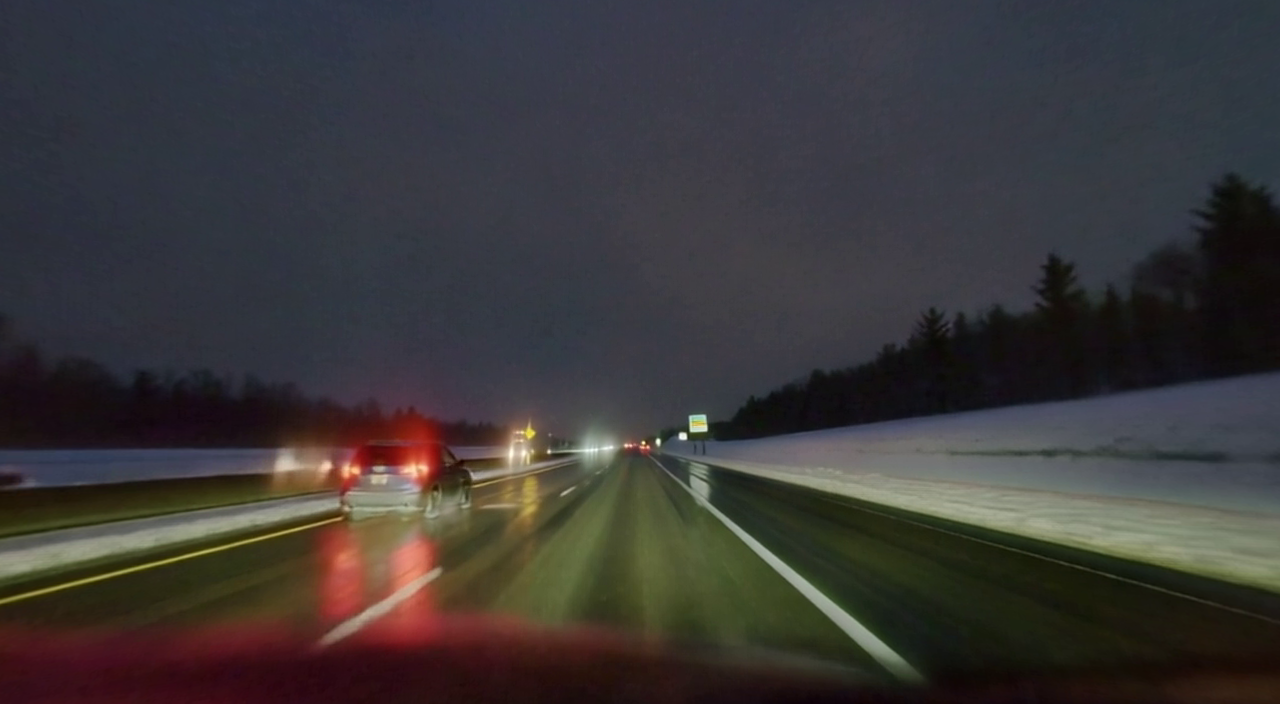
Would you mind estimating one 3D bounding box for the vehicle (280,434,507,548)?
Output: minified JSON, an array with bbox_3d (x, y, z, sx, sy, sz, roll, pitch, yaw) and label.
[{"bbox_3d":[-3.919,2.292,11.099,2.118,1.562,4.541,0,-9,1],"label":"vehicle"}]
